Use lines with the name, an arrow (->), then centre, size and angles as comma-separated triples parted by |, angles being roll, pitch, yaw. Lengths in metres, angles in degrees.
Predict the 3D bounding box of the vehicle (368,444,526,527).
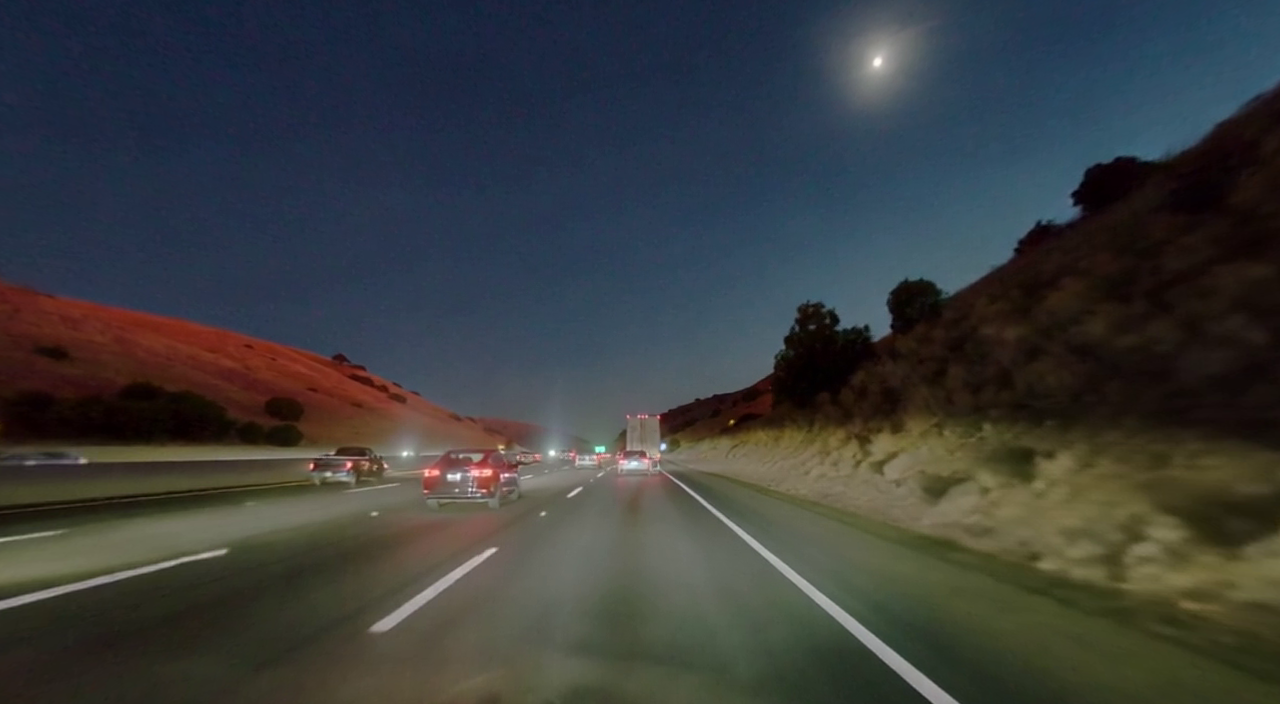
vehicle -> -3.940, 2.776, 13.795 | 1.943, 1.468, 4.547 | 0, -9, 1

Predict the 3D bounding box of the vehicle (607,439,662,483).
vehicle -> -0.226, 4.805, 28.040 | 2.281, 1.795, 4.297 | 1, -9, 0

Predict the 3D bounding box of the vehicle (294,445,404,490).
vehicle -> -10.898, 4.321, 24.027 | 1.950, 1.507, 4.527 | 0, -9, 1

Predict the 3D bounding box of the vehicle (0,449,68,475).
vehicle -> -38.504, 6.821, 39.305 | 1.747, 1.478, 4.071 | 1, -9, 0

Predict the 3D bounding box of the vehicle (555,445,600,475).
vehicle -> -3.644, 6.378, 37.462 | 2.155, 1.661, 4.477 | 0, -9, 1
